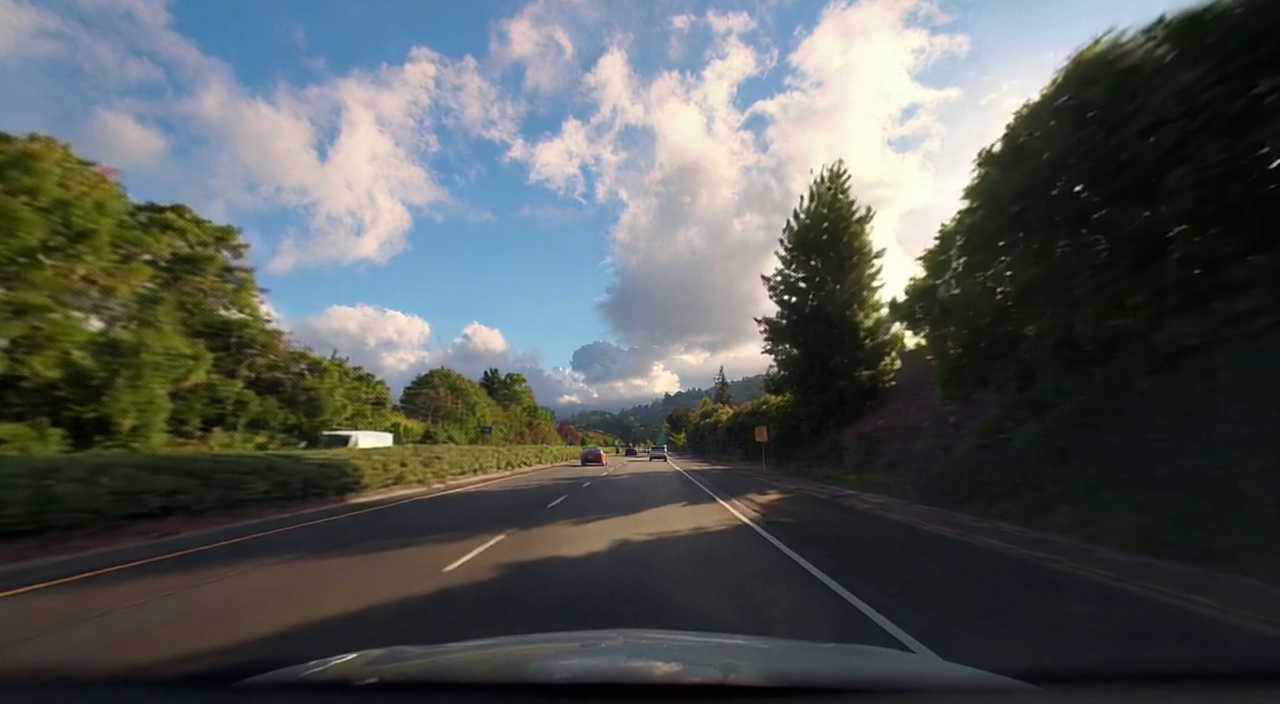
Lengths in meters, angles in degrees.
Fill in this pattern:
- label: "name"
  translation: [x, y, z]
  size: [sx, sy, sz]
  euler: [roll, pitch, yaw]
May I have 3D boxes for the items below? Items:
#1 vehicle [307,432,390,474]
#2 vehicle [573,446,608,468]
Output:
- label: "vehicle"
  translation: [-17.235, 5.995, 37.614]
  size: [2.385, 2.325, 5.106]
  euler: [0, -9, 1]
- label: "vehicle"
  translation: [-3.432, 7.332, 44.078]
  size: [2.033, 1.449, 3.957]
  euler: [0, -9, 1]
